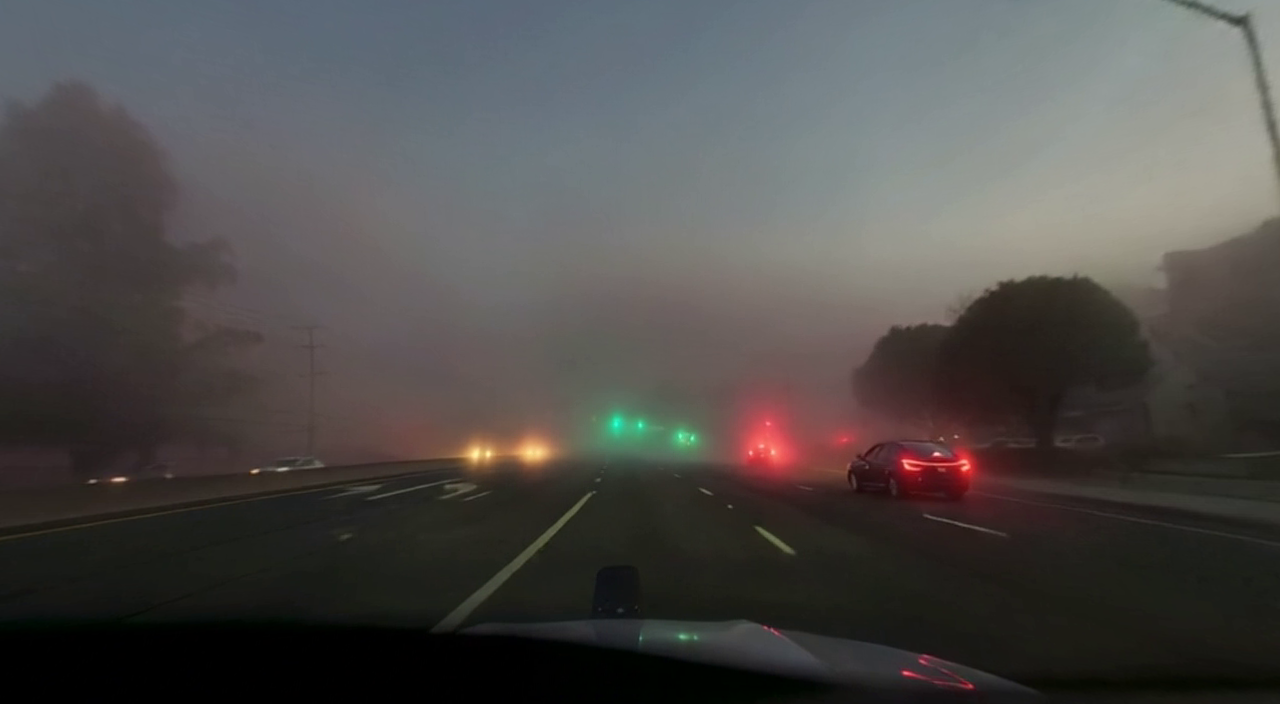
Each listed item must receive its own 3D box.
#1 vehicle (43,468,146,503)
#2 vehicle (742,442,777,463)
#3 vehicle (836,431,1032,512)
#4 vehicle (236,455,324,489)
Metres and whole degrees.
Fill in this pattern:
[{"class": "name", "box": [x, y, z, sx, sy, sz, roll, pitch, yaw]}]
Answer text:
[{"class": "vehicle", "box": [-27.988, 6.823, 32.637, 1.781, 1.475, 4.335, 1, -9, -6]}, {"class": "vehicle", "box": [9.367, 7.876, 49.769, 1.979, 1.581, 4.271, 0, -8, 1]}, {"class": "vehicle", "box": [6.380, 2.644, 14.497, 2.113, 1.520, 4.650, 0, -8, -2]}, {"class": "vehicle", "box": [-17.402, 5.768, 30.782, 1.886, 1.446, 4.265, 0, -8, -2]}]
